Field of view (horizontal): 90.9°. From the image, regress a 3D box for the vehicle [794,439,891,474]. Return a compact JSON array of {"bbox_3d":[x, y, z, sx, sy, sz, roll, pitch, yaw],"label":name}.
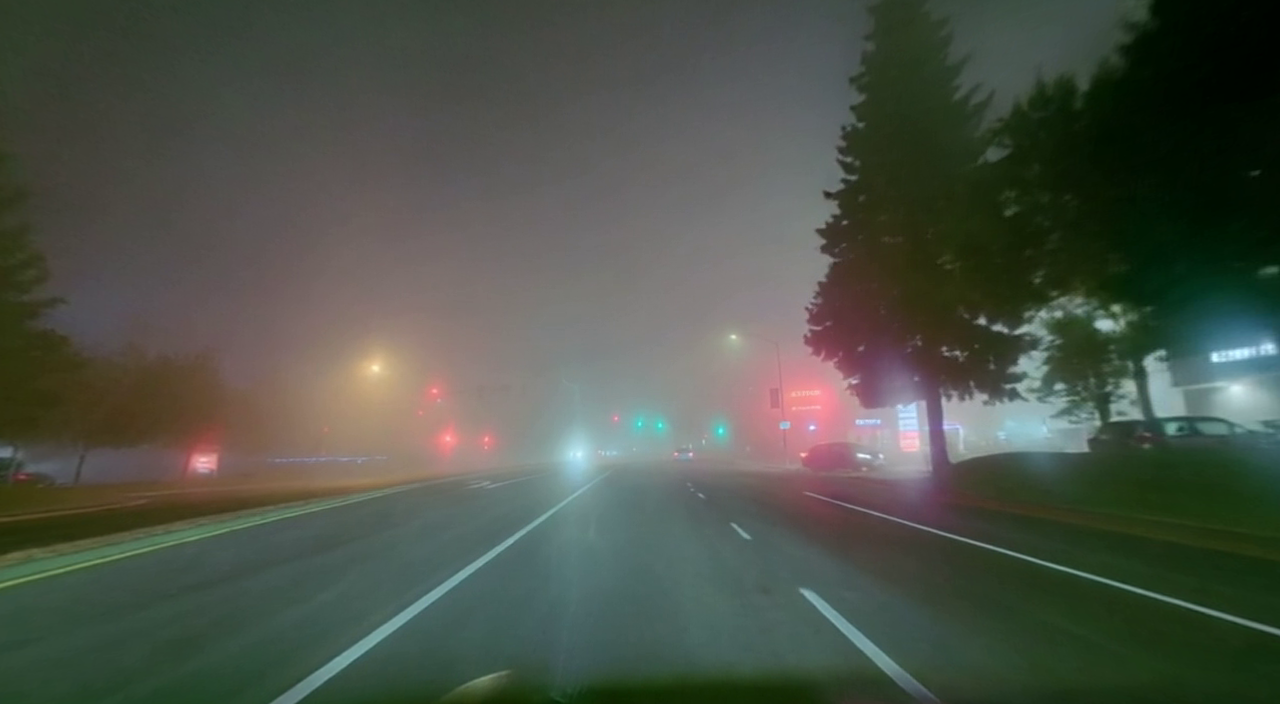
[{"bbox_3d":[9.722,5.033,30.509,4.007,1.591,1.915,-1,-8,2],"label":"vehicle"}]
